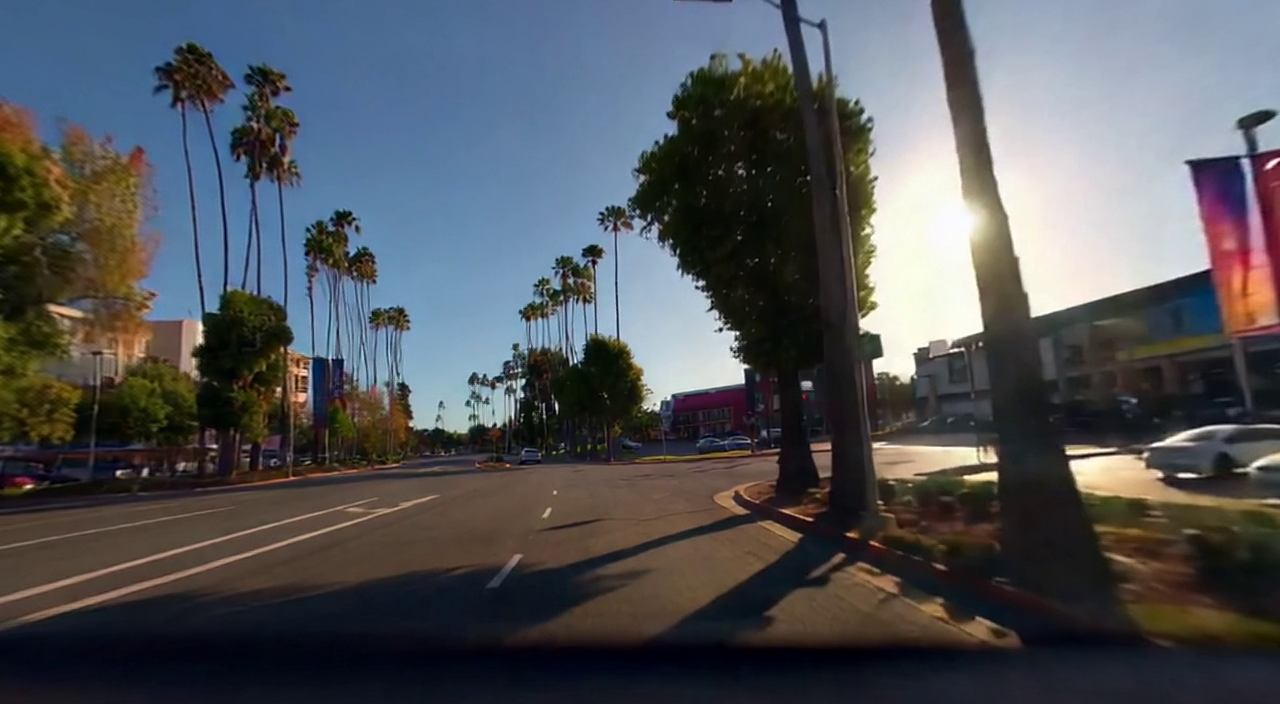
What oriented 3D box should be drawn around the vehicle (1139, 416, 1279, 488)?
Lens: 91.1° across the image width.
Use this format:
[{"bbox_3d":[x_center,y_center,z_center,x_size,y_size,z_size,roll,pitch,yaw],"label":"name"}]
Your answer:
[{"bbox_3d":[14.687,2.286,14.448,4.468,1.509,2.158,0,-9,1],"label":"vehicle"}]
